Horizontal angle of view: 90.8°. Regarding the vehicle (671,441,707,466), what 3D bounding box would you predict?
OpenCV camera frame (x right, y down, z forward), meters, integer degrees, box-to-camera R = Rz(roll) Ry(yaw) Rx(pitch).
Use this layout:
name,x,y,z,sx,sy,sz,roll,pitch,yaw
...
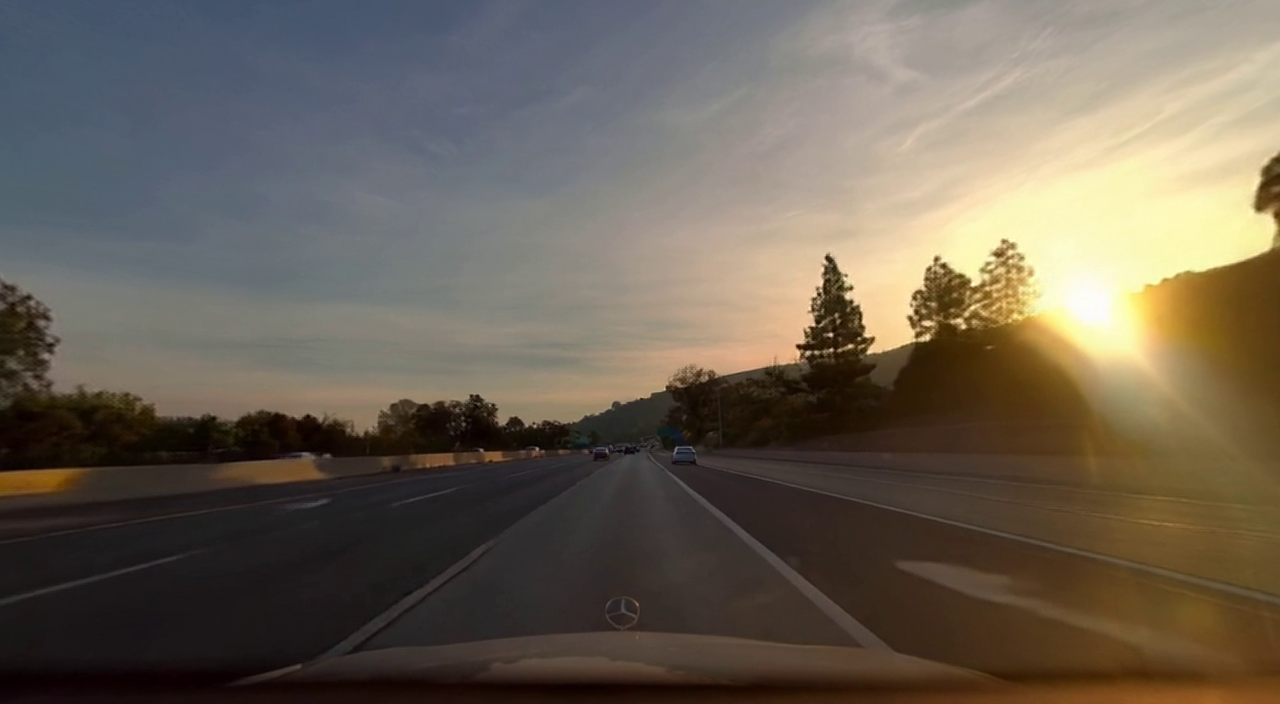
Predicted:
name,x,y,z,sx,sy,sz,roll,pitch,yaw
vehicle,3.391,7.210,44.874,2.130,1.677,4.317,0,-9,-1
